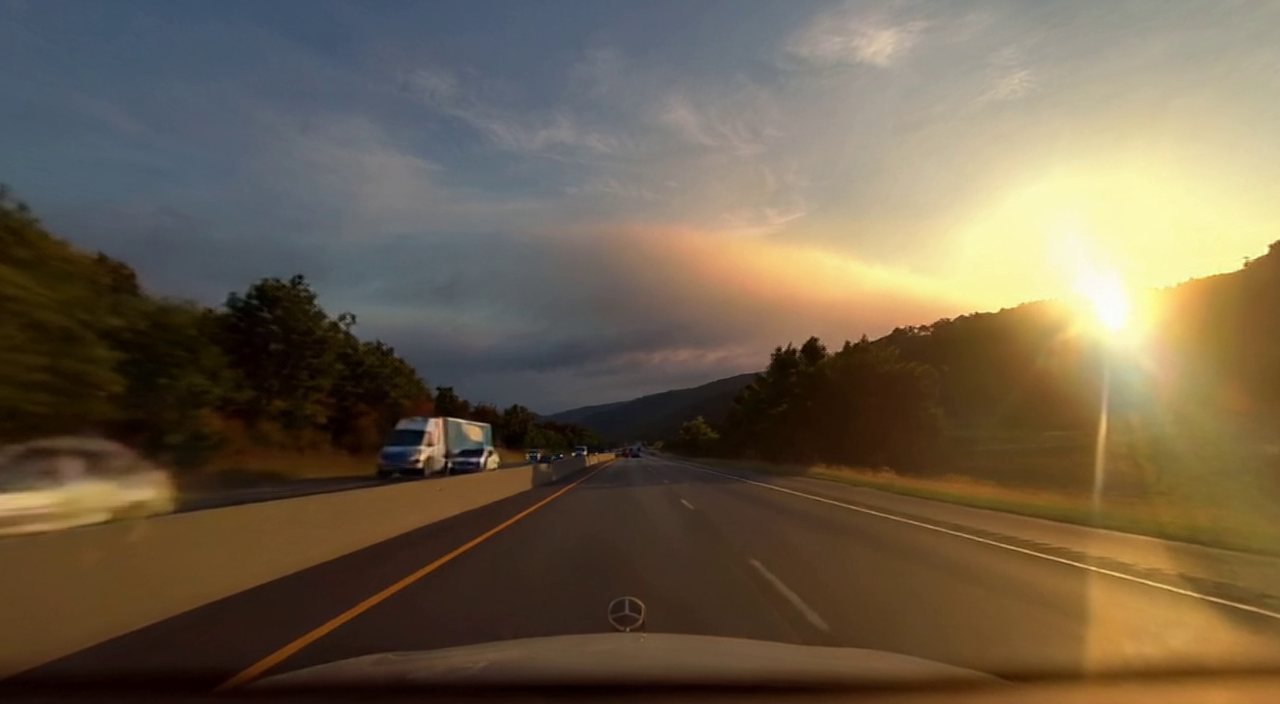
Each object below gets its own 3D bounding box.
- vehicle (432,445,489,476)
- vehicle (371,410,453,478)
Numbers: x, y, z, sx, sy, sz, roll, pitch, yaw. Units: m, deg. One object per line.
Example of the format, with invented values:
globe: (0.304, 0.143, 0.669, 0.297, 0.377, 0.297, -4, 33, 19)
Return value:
vehicle: (-10.111, 6.128, 35.776, 2.035, 1.665, 4.214, 0, -9, -1)
vehicle: (-14.574, 5.993, 40.881, 3.026, 4.024, 6.039, 0, -9, -1)
